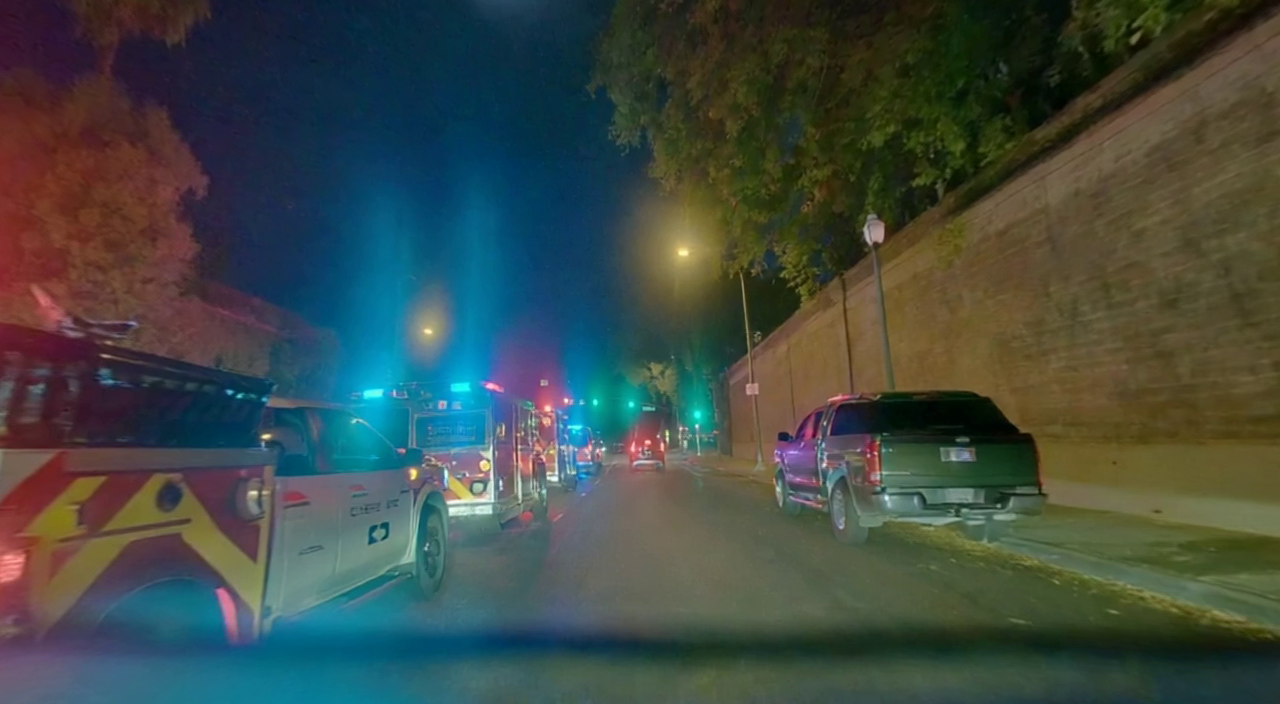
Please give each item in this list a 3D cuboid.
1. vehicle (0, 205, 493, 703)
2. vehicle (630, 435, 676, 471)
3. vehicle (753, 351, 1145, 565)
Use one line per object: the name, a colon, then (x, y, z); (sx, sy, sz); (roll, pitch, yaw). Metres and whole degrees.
vehicle: (-2.810, 0.941, 4.104); (2.458, 2.027, 4.831); (0, -9, 1)
vehicle: (0.625, 5.578, 35.085); (2.332, 1.831, 4.930); (0, -8, -1)
vehicle: (3.982, 1.581, 9.900); (3.411, 2.429, 5.271); (0, -8, 0)
